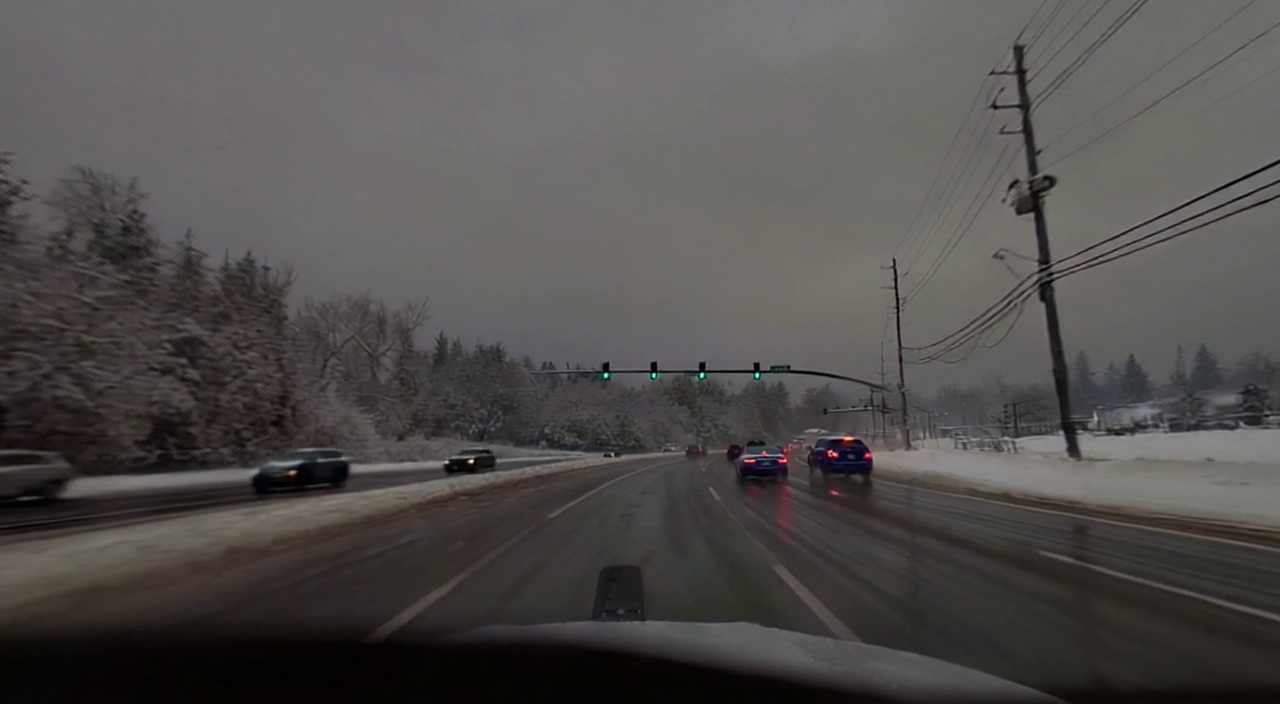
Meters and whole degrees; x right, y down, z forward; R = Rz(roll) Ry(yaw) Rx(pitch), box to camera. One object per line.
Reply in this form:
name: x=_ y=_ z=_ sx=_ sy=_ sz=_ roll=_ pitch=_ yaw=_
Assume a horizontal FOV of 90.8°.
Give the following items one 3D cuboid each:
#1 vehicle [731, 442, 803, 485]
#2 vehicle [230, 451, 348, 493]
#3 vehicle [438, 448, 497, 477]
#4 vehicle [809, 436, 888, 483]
vehicle: x=4.768 y=4.231 z=24.351 sx=2.035 sy=1.460 sz=4.392 roll=0 pitch=-9 yaw=3
vehicle: x=-14.114 y=4.824 z=25.786 sx=1.847 sy=1.478 sz=4.746 roll=0 pitch=-9 yaw=4
vehicle: x=-10.112 y=6.508 z=37.435 sx=1.885 sy=1.592 sz=4.337 roll=-1 pitch=-9 yaw=5
vehicle: x=8.614 y=4.471 z=26.563 sx=2.029 sy=1.795 sz=4.371 roll=0 pitch=-9 yaw=3
